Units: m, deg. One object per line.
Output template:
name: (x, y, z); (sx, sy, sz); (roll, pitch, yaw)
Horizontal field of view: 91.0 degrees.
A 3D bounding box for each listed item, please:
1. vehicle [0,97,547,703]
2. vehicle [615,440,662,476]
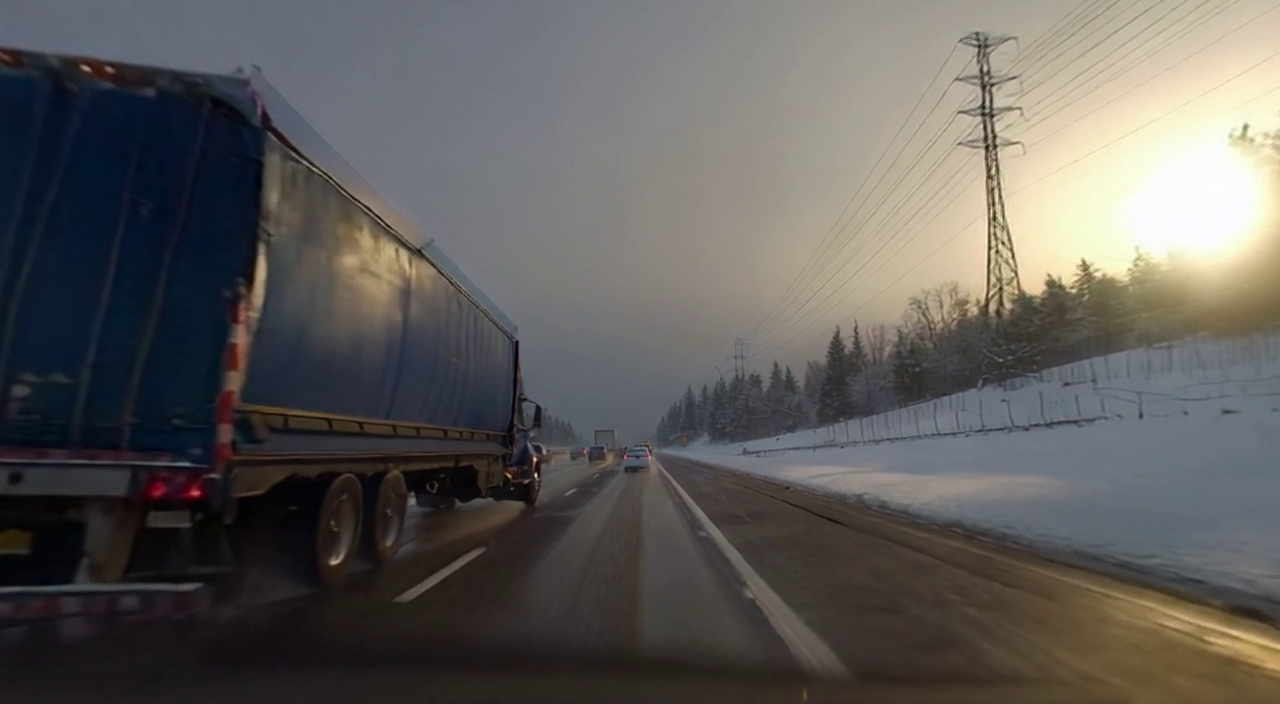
vehicle: (-3.483, 0.904, 7.737); (3.023, 3.246, 9.102); (0, -9, 2)
vehicle: (-0.068, 5.260, 31.463); (2.178, 1.640, 4.071); (0, -9, 0)
